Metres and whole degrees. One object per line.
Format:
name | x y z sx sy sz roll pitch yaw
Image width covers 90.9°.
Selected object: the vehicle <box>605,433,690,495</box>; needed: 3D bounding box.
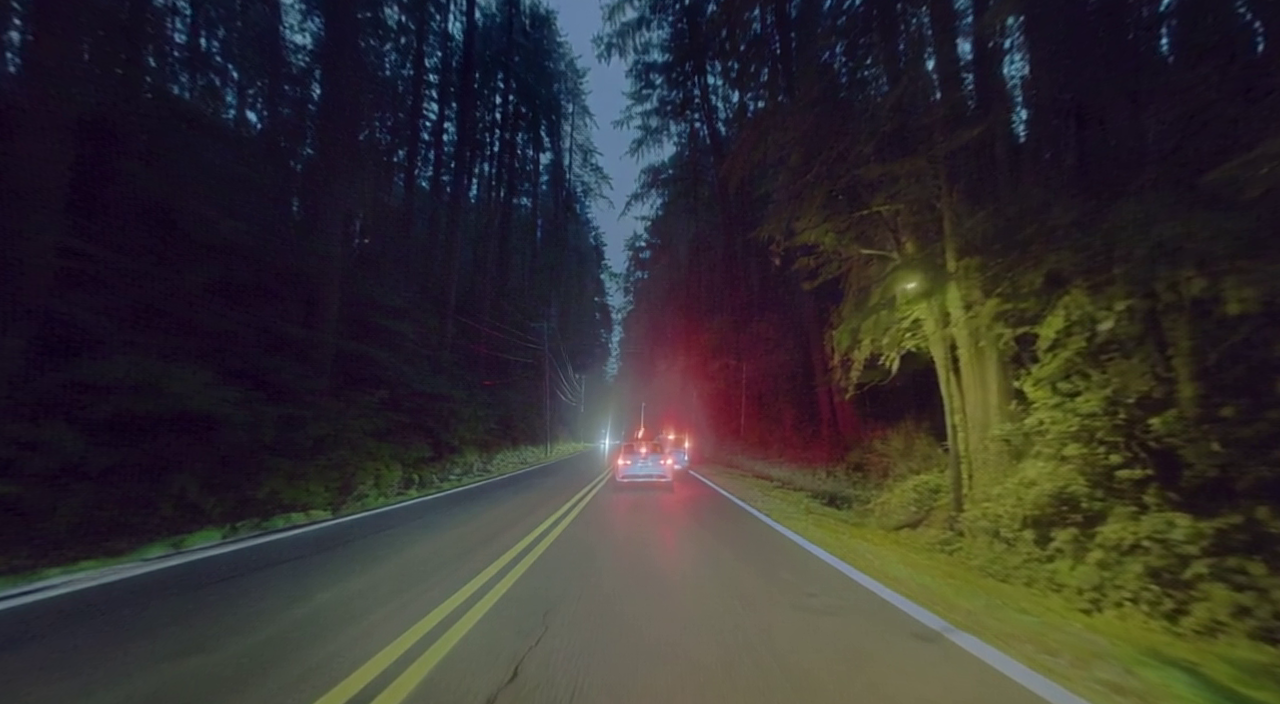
vehicle | 0.168 3.036 17.354 2.081 1.503 3.726 0 -8 -1
